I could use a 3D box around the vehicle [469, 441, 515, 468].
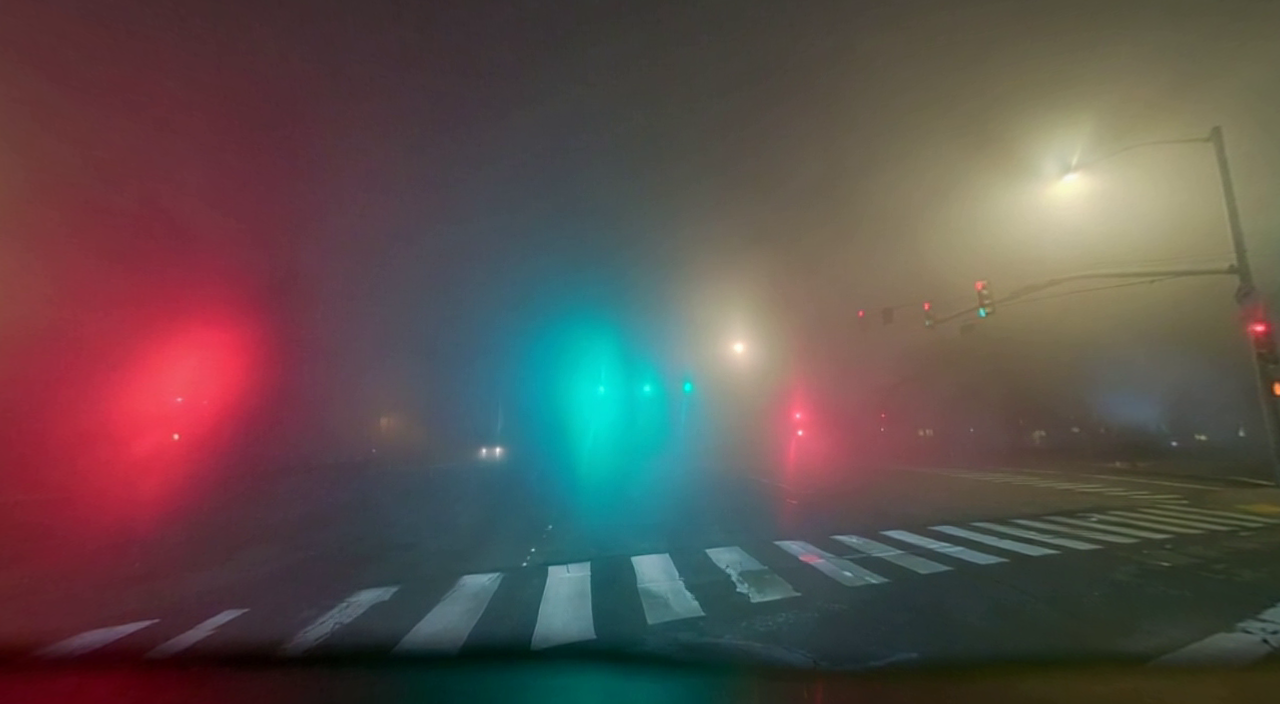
[{"bbox_3d":[-9.732,6.773,41.947,1.988,1.692,4.412,0,-8,0],"label":"vehicle"}]
